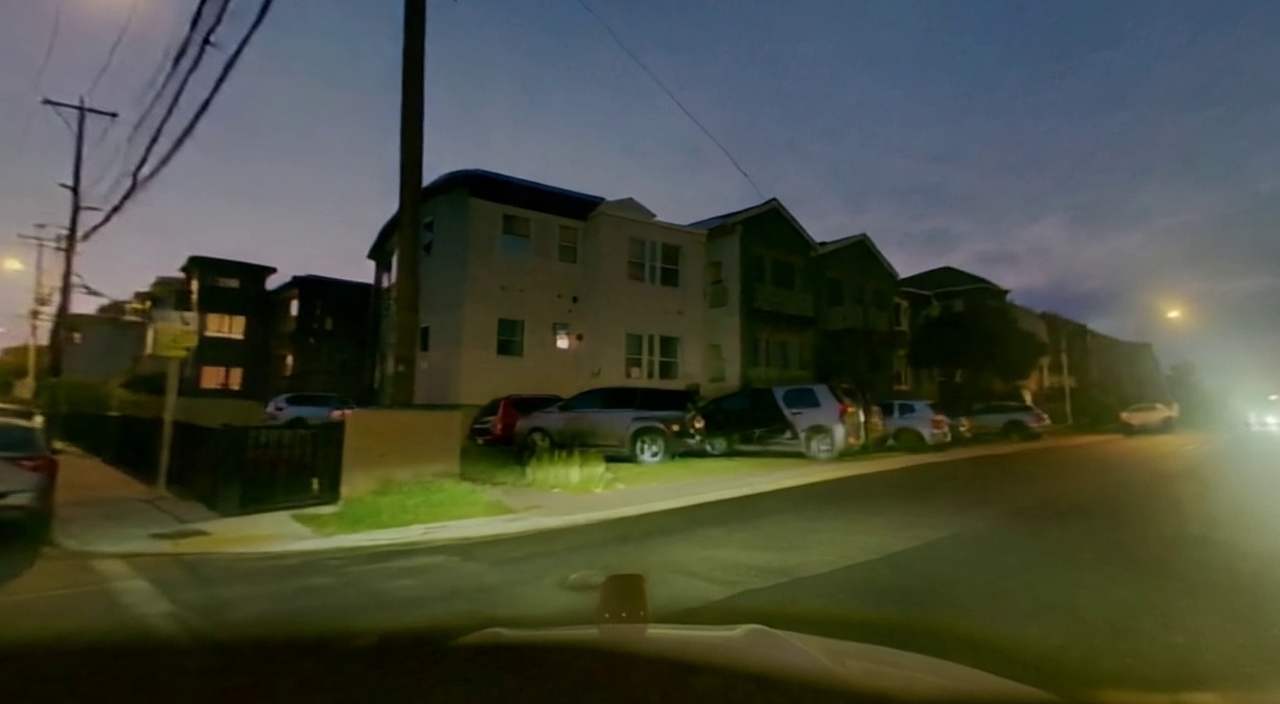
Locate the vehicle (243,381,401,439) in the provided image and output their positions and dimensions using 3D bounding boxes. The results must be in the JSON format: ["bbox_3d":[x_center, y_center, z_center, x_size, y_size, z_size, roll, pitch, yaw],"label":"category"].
[{"bbox_3d":[-12.027,2.173,23.805,5.778,1.875,2.152,-1,-8,27],"label":"vehicle"}]

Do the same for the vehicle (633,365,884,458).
[{"bbox_3d":[2.775,1.438,15.245,5.514,1.976,2.153,0,-7,11],"label":"vehicle"}]

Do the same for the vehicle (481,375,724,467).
[{"bbox_3d":[-0.692,1.410,13.114,4.648,1.659,1.897,0,-7,14],"label":"vehicle"}]

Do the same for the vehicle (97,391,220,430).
[{"bbox_3d":[-23.440,2.800,30.838,1.714,1.608,4.520,-2,-2,42],"label":"vehicle"}]

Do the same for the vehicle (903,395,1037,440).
[{"bbox_3d":[13.430,2.690,25.913,4.450,1.707,1.902,0,-7,10],"label":"vehicle"}]
